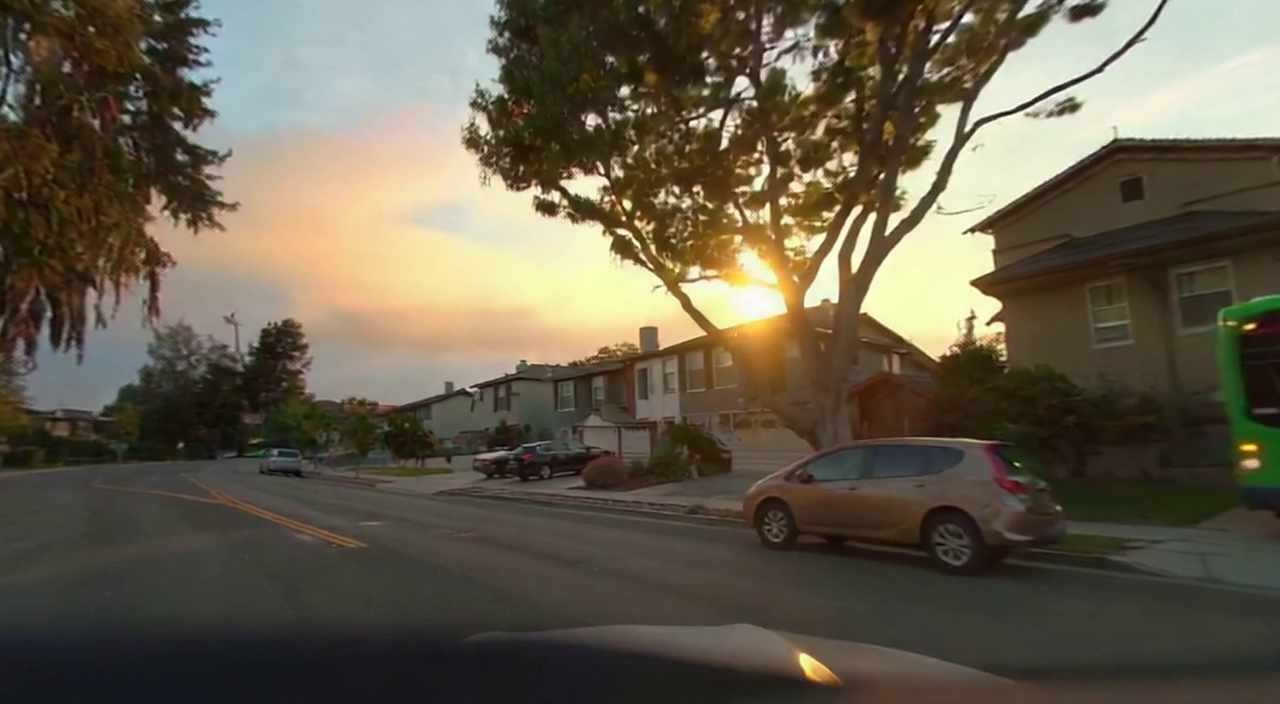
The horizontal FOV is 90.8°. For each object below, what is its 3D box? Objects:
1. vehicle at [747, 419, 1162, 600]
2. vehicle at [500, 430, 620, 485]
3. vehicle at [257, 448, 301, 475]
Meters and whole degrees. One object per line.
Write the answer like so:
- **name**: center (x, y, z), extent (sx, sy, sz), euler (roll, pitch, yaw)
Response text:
- **vehicle**: center (3.781, 1.842, 8.376), extent (1.934, 1.697, 4.432), euler (7, -11, -40)
- **vehicle**: center (-3.144, 4.138, 25.235), extent (4.431, 1.873, 1.920), euler (4, -9, -41)
- **vehicle**: center (-23.729, 7.152, 41.443), extent (1.984, 1.601, 3.994), euler (6, -10, -34)
